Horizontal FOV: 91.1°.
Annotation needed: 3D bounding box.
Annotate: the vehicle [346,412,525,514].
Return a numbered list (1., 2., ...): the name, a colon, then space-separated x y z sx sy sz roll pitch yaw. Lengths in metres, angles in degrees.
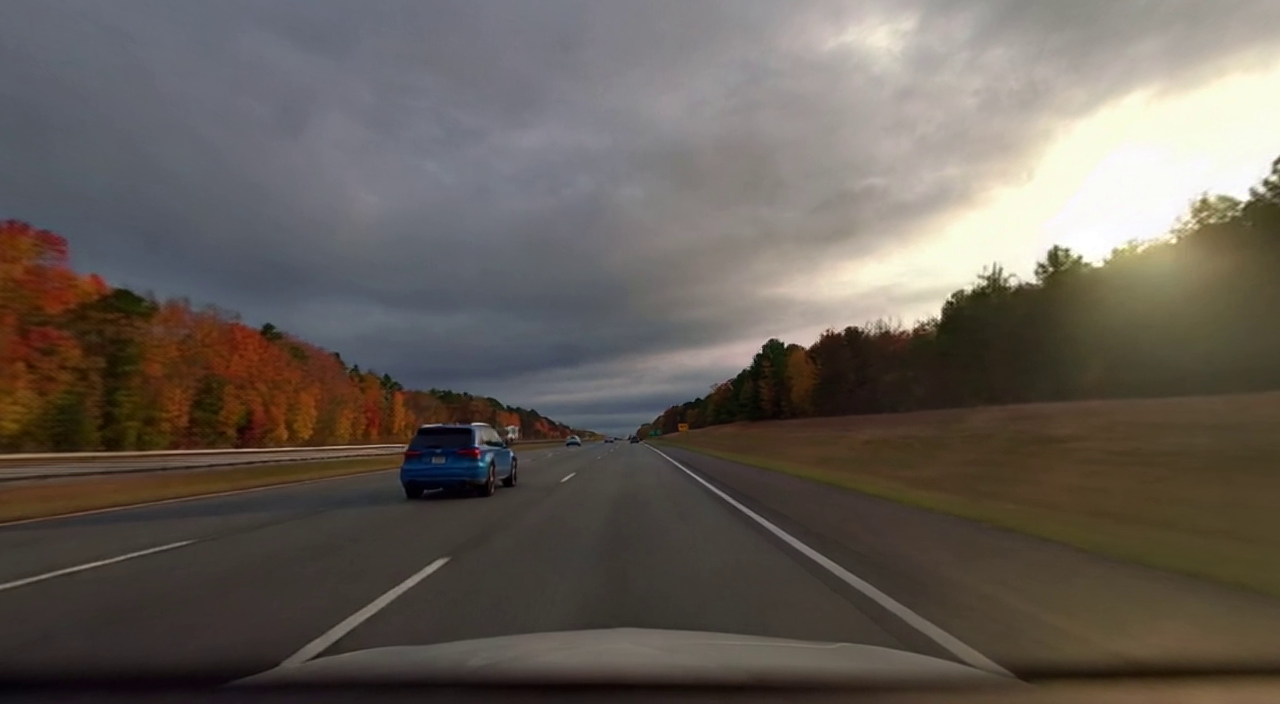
1. vehicle: -3.795 2.129 12.689 2.057 1.666 4.552 0 -8 0
